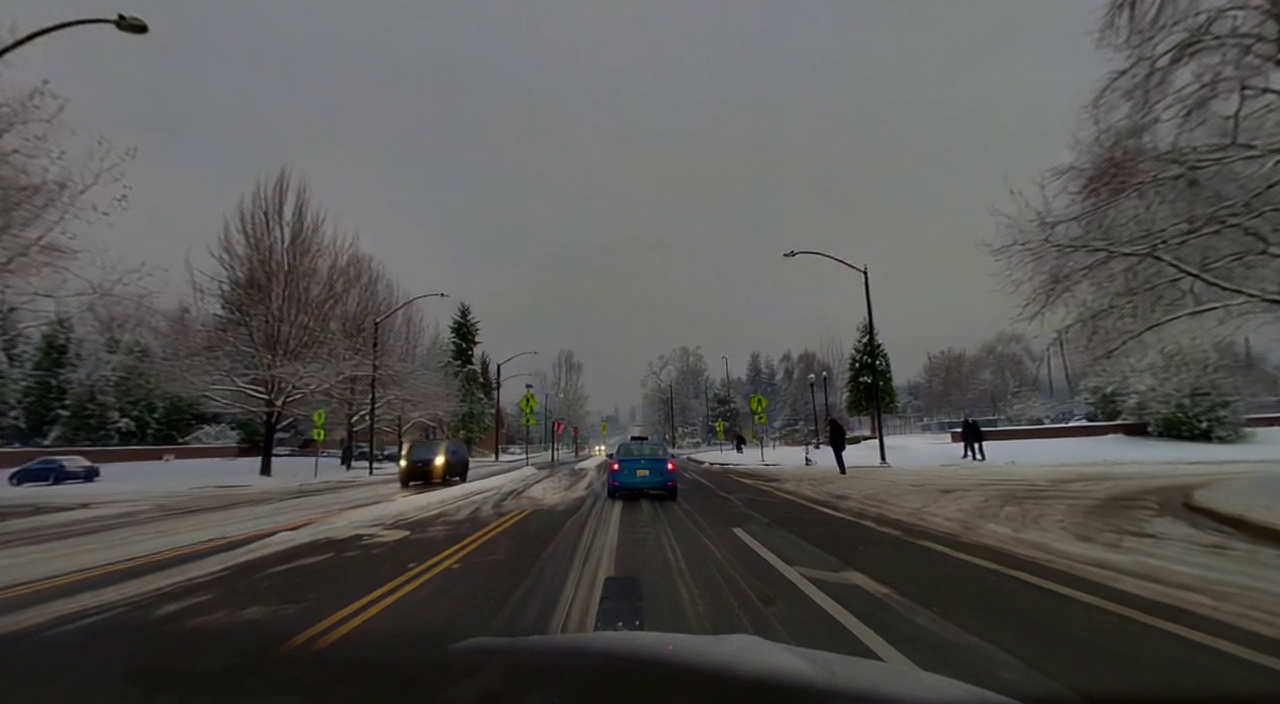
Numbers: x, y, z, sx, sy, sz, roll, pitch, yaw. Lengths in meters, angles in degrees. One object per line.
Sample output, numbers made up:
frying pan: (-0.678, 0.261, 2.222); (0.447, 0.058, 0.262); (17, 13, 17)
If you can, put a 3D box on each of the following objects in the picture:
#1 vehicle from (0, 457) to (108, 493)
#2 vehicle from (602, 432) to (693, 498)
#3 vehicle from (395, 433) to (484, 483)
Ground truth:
vehicle: (-30.332, 6.241, 32.379); (2.024, 1.558, 4.830); (0, -8, -3)
vehicle: (0.133, 3.051, 17.579); (2.221, 1.570, 4.398); (0, -8, -1)
vehicle: (-8.537, 4.548, 27.429); (2.179, 1.933, 5.034); (0, -8, 0)
